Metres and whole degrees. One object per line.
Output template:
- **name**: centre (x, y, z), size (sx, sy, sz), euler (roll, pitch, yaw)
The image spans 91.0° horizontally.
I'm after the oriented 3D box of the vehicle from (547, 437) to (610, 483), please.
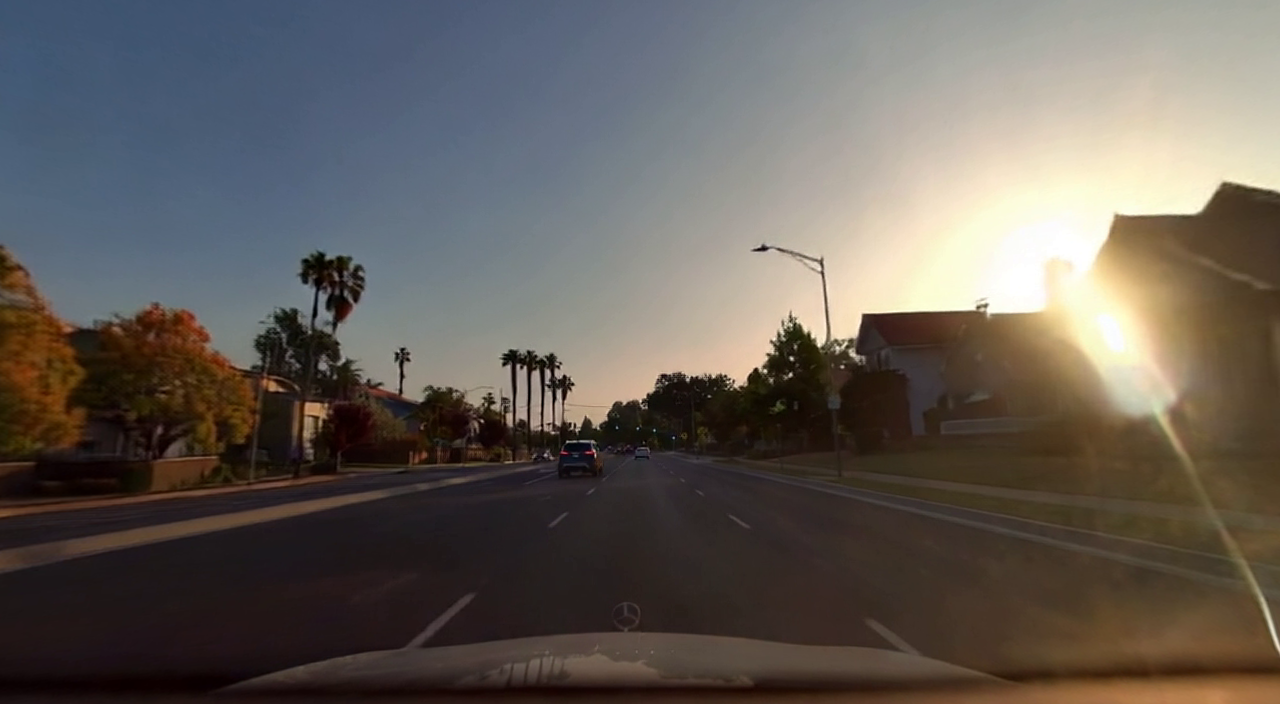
- **vehicle**: centre (-2.763, 5.069, 29.867), size (2.370, 1.968, 5.698), euler (0, -9, 0)
